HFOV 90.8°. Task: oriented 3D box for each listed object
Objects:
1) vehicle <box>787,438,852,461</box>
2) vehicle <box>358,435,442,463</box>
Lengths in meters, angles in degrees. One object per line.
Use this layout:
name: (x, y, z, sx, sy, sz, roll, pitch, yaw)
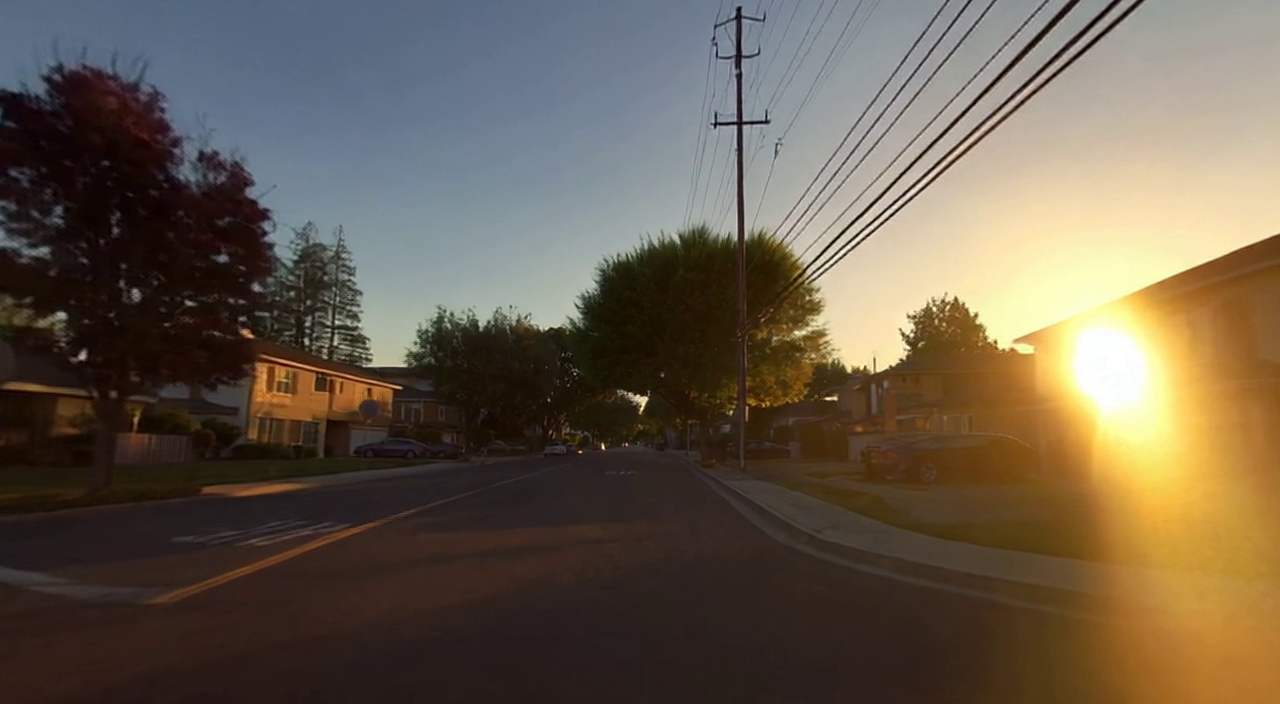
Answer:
vehicle: (12.930, 7.051, 45.726, 4.122, 1.610, 1.888, -1, -7, 2)
vehicle: (-15.198, 6.139, 40.137, 4.500, 1.714, 1.924, -1, -9, 7)
